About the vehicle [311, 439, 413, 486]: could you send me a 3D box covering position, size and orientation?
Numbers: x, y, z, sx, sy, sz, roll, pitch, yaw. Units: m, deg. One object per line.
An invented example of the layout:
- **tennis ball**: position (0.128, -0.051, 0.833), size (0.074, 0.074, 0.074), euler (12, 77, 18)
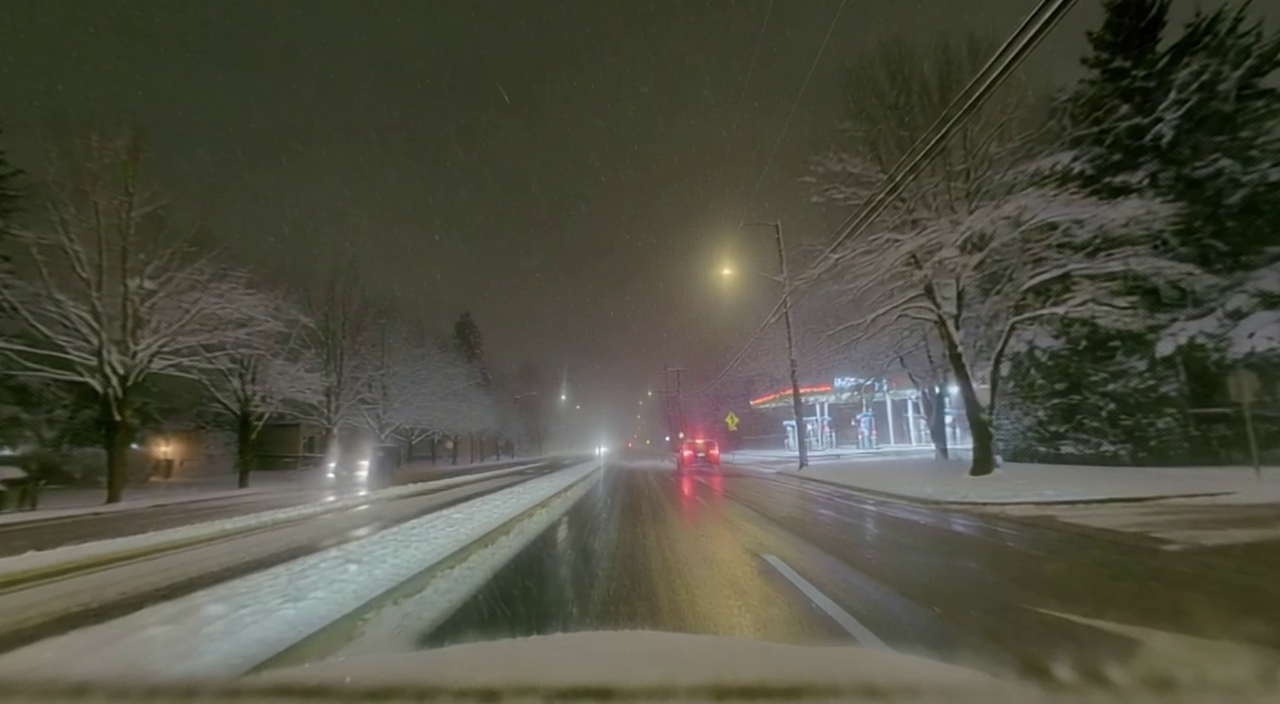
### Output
- **vehicle**: position (-12.831, 5.111, 29.653), size (2.379, 1.967, 5.195), euler (-1, -8, 1)

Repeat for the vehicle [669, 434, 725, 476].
- **vehicle**: position (2.679, 4.990, 30.785), size (2.115, 1.840, 4.777), euler (0, -8, -2)

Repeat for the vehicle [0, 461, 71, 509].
- **vehicle**: position (-23.028, 4.780, 22.980), size (4.117, 1.557, 1.876), euler (-5, -9, 26)
